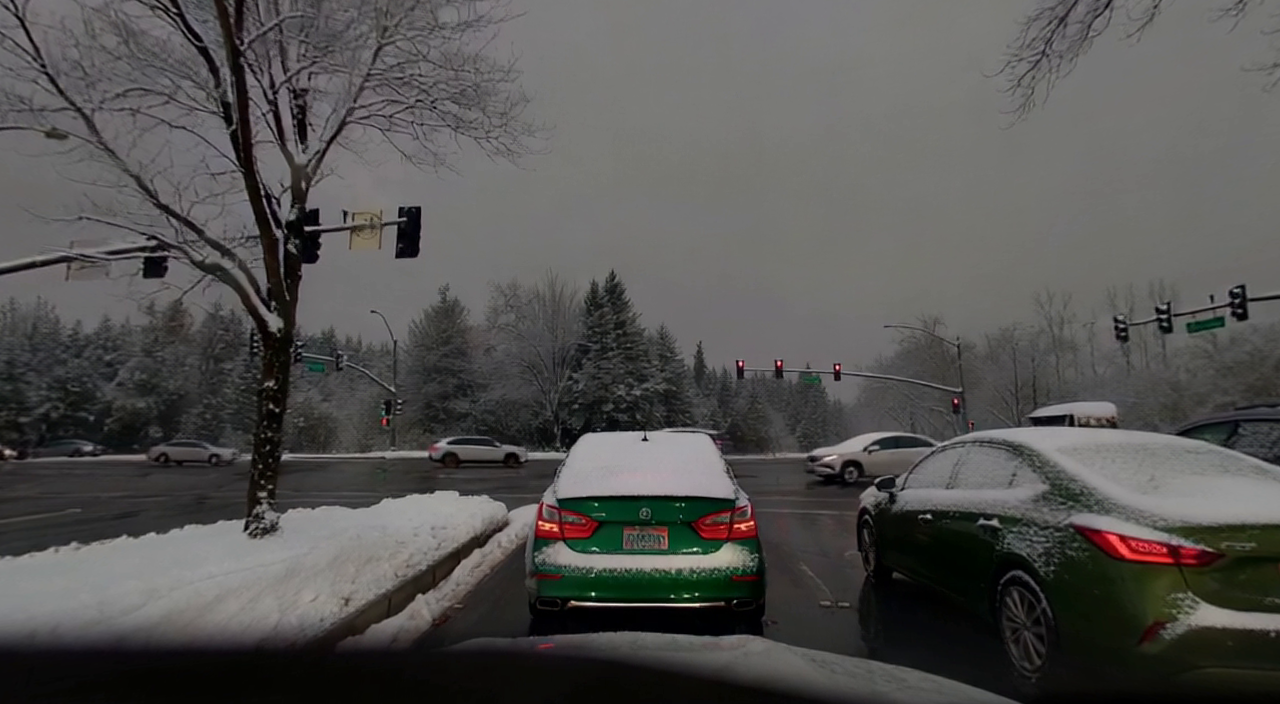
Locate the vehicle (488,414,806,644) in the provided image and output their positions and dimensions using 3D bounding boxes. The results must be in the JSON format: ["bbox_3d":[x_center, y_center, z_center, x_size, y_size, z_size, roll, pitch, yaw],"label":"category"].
[{"bbox_3d":[0.043,1.443,6.193,2.026,1.458,4.175,0,-8,0],"label":"vehicle"}]

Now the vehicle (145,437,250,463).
[{"bbox_3d":[-26.003,5.786,37.231,4.828,1.467,1.963,-1,-8,5],"label":"vehicle"}]

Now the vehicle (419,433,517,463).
[{"bbox_3d":[-9.198,5.184,34.153,4.869,1.502,1.979,1,-9,-7],"label":"vehicle"}]

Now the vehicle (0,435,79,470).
[{"bbox_3d":[-30.465,4.895,30.876,4.517,1.637,1.935,-1,-9,7],"label":"vehicle"}]

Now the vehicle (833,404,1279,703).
[{"bbox_3d":[3.105,1.285,4.886,1.861,1.479,4.371,0,-8,0],"label":"vehicle"}]
